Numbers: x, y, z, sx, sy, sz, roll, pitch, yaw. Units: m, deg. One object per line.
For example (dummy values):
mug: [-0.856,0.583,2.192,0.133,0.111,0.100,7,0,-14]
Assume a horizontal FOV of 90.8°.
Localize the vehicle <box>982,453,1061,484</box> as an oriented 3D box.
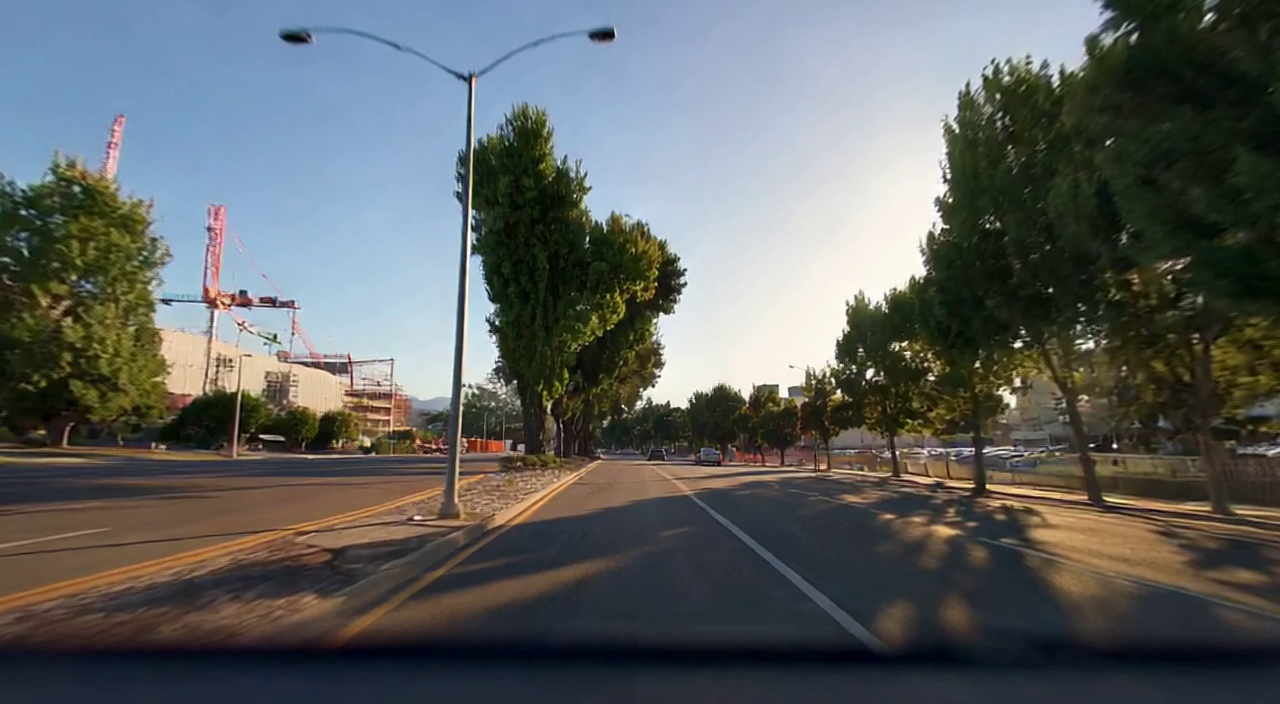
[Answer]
vehicle: [26.845,8.182,44.691,2.394,1.893,4.807,2,-8,-3]
